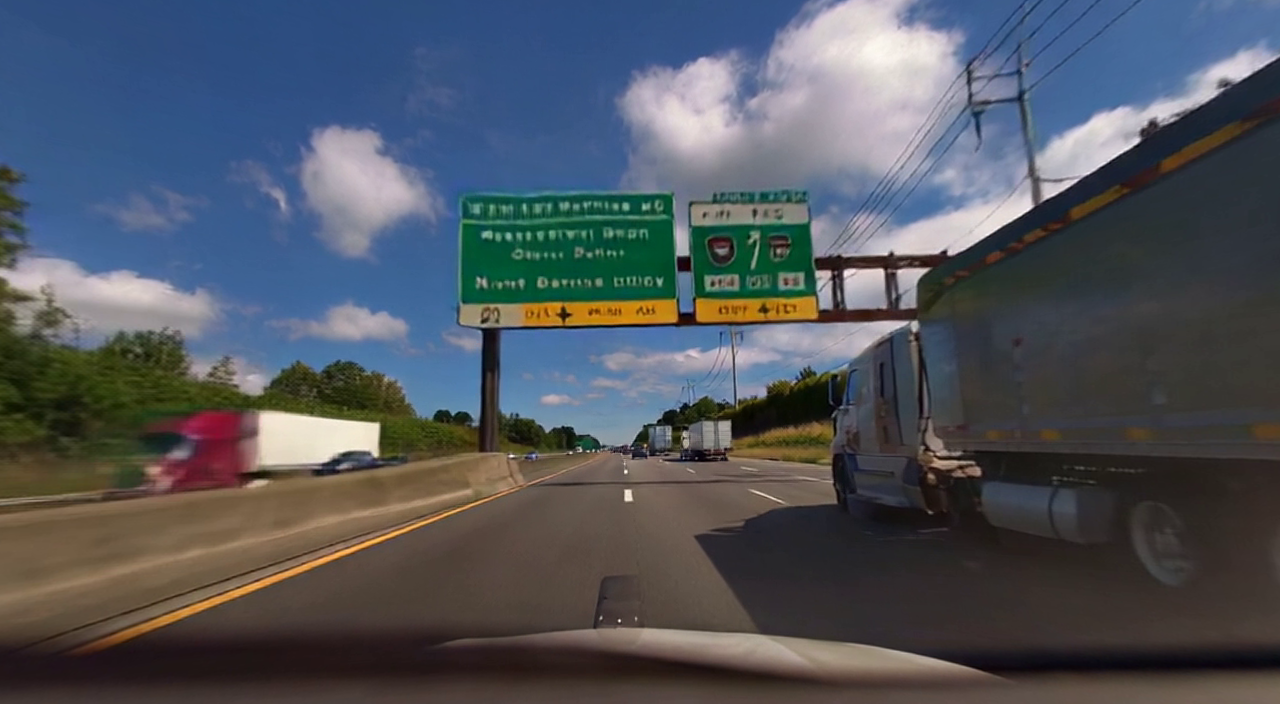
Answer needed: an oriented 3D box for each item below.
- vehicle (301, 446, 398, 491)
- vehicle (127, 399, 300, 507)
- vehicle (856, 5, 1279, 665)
[{"bbox_3d":[-13.902,5.567,30.473,2.464,1.975,4.855,0,-9,-1],"label":"vehicle"},{"bbox_3d":[-17.656,4.245,26.681,2.962,4.023,6.073,0,-9,-2],"label":"vehicle"},{"bbox_3d":[5.300,0.186,5.875,2.869,4.048,8.895,0,-9,-3],"label":"vehicle"}]
